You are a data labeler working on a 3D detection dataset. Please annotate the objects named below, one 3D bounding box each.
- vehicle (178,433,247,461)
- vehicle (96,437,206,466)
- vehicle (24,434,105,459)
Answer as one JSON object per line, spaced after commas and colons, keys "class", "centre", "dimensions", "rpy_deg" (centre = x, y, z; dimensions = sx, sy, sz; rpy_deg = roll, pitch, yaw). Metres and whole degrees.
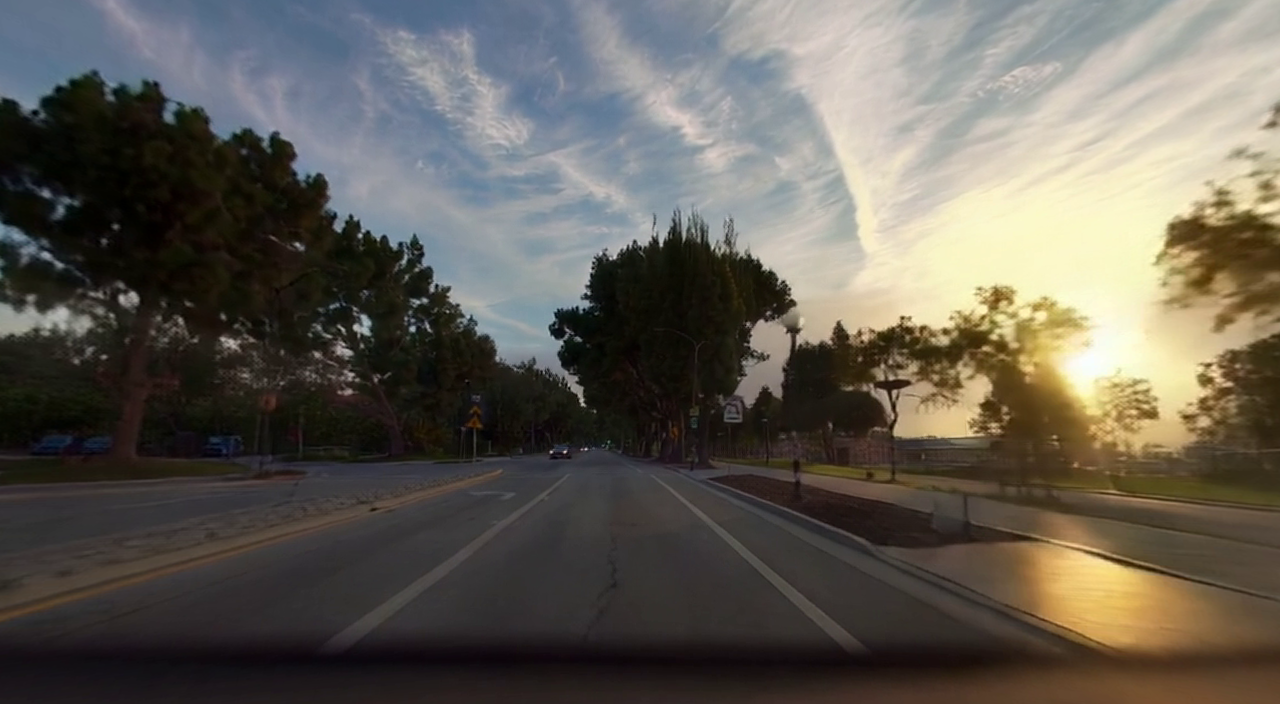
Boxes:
{"class": "vehicle", "centre": [-29.409, 6.563, 43.644], "dimensions": [1.922, 1.805, 4.208], "rpy_deg": [0, -8, -2]}
{"class": "vehicle", "centre": [-26.994, 5.481, 34.983], "dimensions": [4.534, 1.488, 1.930], "rpy_deg": [-1, -8, 2]}
{"class": "vehicle", "centre": [-39.450, 6.493, 43.453], "dimensions": [1.828, 1.553, 3.924], "rpy_deg": [1, -8, 0]}
